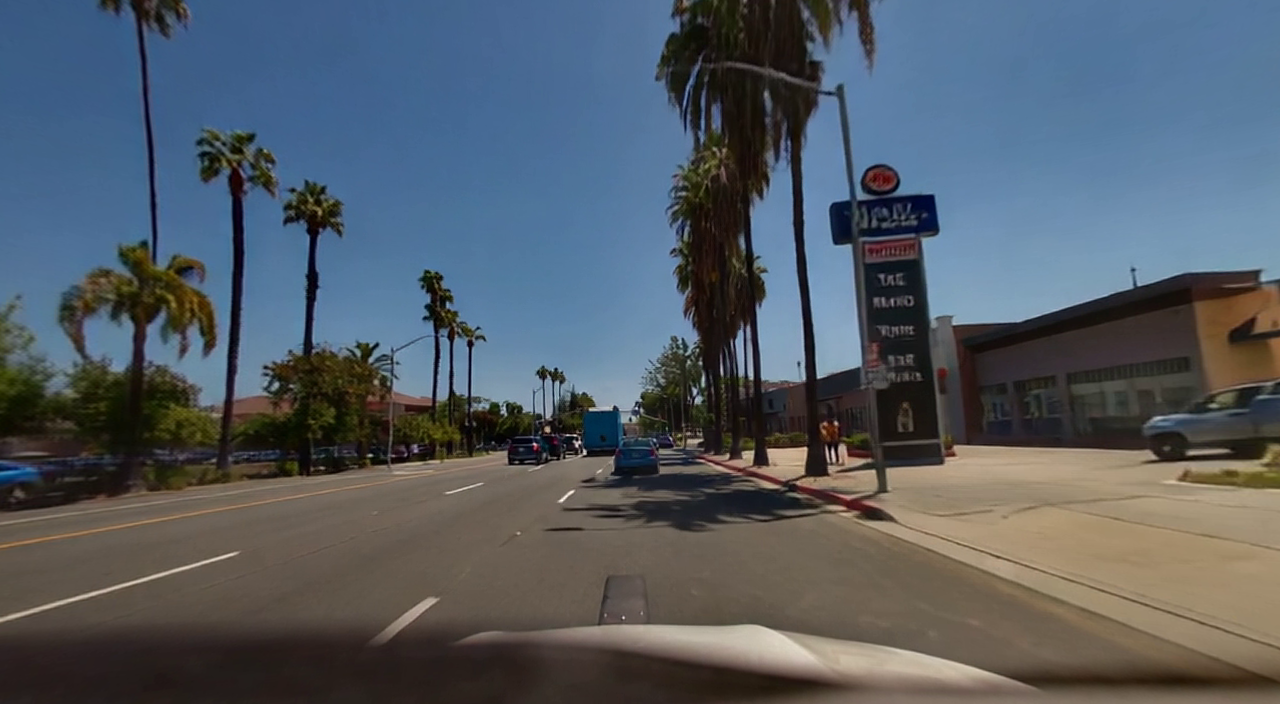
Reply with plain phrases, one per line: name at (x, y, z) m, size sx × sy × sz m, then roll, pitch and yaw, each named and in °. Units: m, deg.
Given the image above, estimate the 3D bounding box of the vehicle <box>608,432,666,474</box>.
vehicle at (-0.089, 4.050, 25.303) m, size 2.144 × 1.514 × 4.063 m, roll 0°, pitch -9°, yaw 1°

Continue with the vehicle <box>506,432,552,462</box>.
vehicle at (-7.159, 6.198, 40.934) m, size 2.014 × 1.830 × 4.281 m, roll 0°, pitch -9°, yaw 2°
